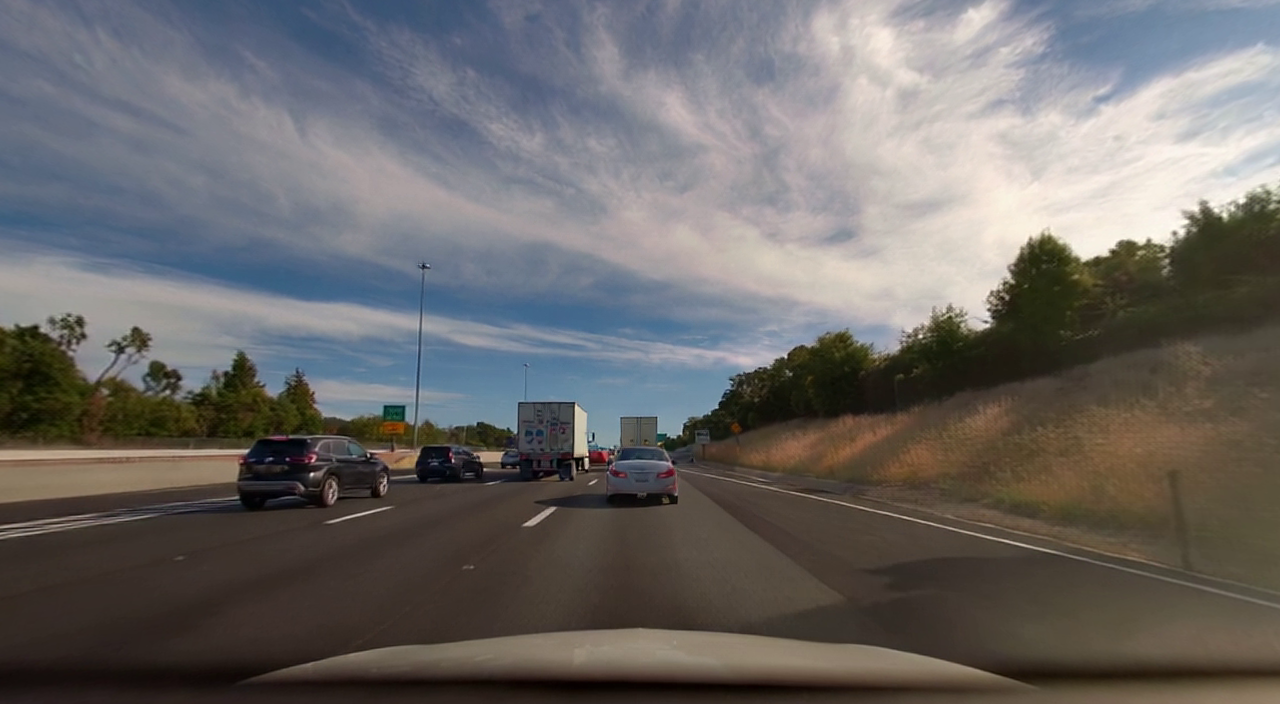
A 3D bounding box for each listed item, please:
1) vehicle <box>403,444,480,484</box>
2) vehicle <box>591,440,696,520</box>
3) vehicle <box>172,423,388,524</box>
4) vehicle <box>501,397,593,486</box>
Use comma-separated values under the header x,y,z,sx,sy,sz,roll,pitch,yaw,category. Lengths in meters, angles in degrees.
x,y,z,sx,sy,sz,roll,pitch,yaw,category
-8.036,4.559,25.931,1.880,1.512,3.758,-1,-9,1,vehicle
0.044,2.707,13.792,1.995,1.495,3.380,0,-9,-1,vehicle
-7.220,2.481,13.329,1.952,1.746,4.332,0,-9,1,vehicle
-3.793,3.930,27.594,2.812,3.342,7.248,0,-9,1,vehicle
